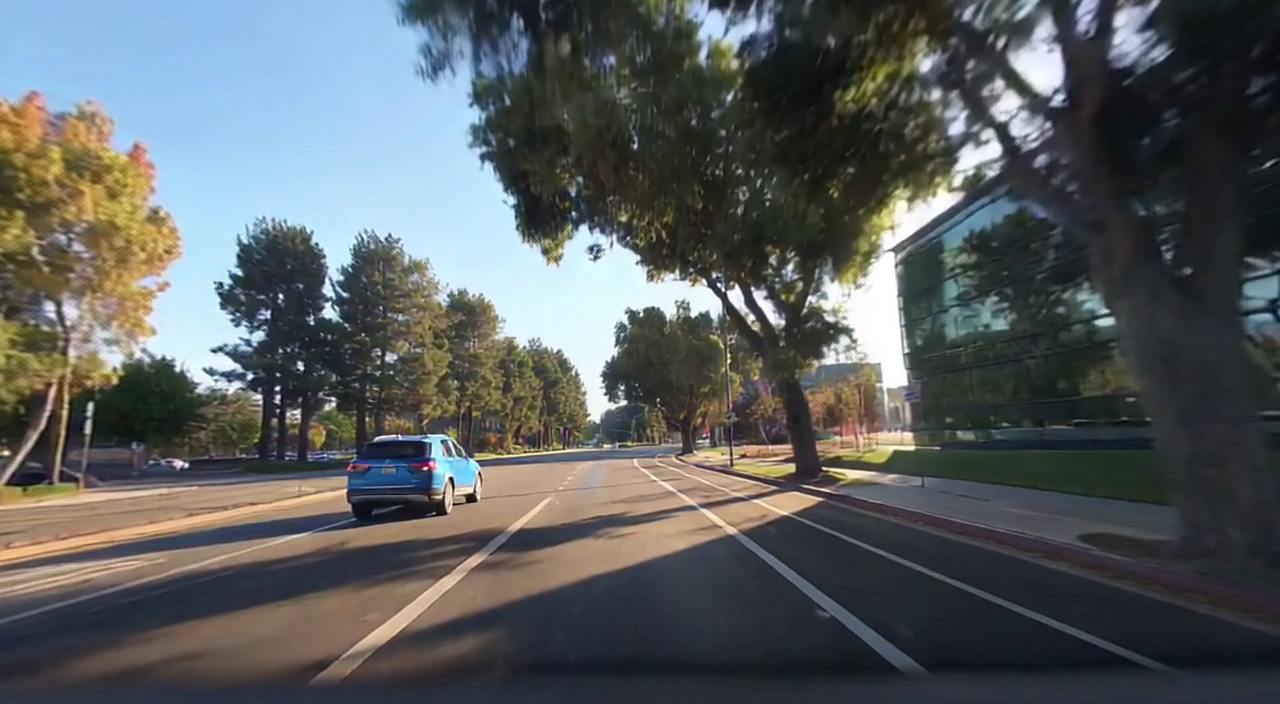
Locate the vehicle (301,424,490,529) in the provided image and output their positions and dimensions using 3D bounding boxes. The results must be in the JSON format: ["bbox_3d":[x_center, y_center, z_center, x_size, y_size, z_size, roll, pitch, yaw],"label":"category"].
[{"bbox_3d":[-4.596,2.410,12.775,2.121,1.724,4.392,0,-9,-1],"label":"vehicle"}]
